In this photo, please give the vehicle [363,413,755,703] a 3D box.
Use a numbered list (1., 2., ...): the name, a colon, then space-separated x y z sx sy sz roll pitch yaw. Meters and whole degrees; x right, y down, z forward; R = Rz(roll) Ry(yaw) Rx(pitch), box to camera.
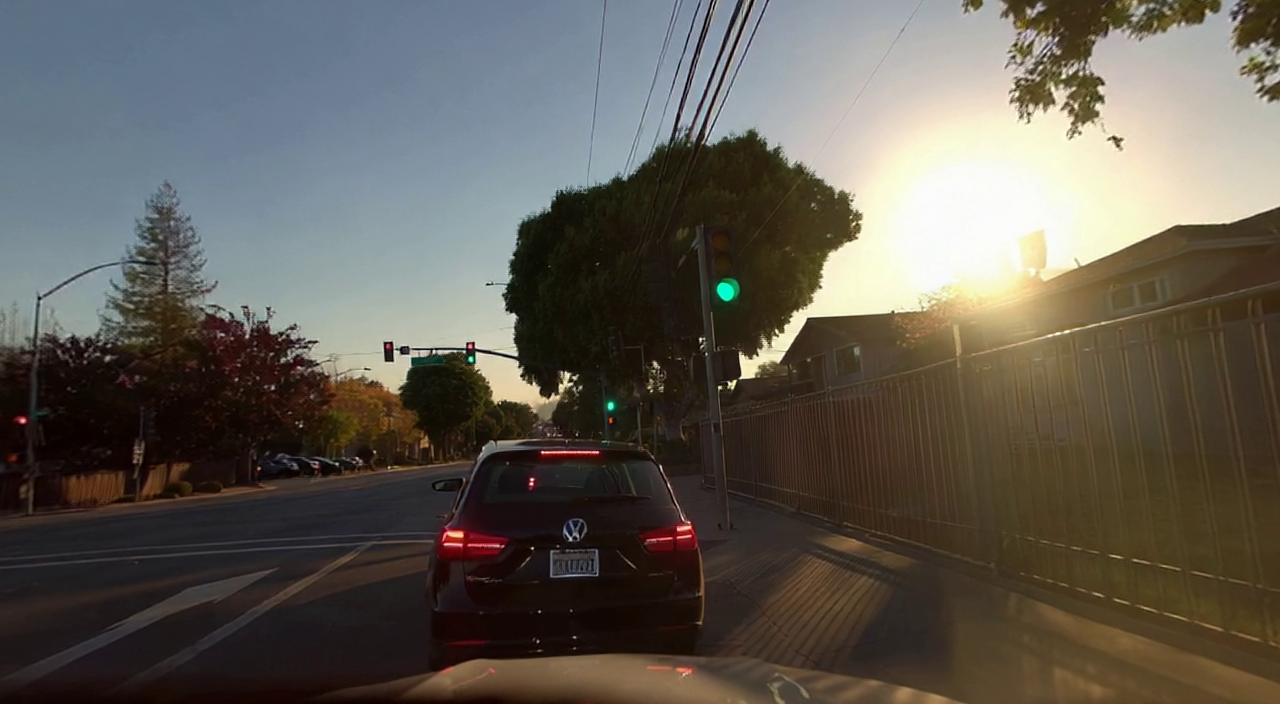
1. vehicle: -0.668 1.356 5.201 2.024 1.502 3.702 1 -9 -9
